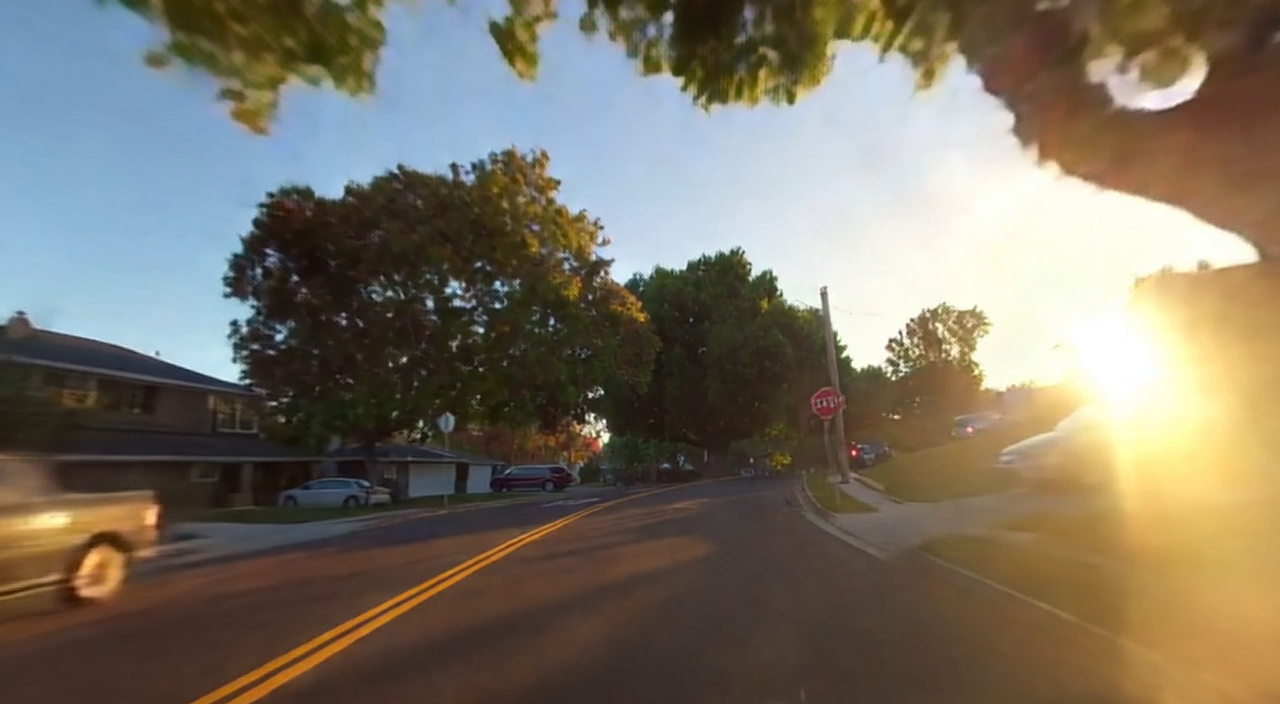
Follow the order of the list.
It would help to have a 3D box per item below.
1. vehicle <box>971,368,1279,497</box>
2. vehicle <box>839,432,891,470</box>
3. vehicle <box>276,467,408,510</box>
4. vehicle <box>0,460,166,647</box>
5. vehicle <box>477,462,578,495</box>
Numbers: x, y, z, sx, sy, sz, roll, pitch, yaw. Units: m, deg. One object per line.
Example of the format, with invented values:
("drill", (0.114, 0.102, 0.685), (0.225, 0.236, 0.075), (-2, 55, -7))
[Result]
("vehicle", (9.497, 1.610, 12.320), (4.740, 1.638, 2.018), (-4, -24, -3))
("vehicle", (12.144, 5.338, 34.417), (2.163, 1.885, 4.804), (-3, -8, 14))
("vehicle", (-11.503, 5.281, 24.570), (4.175, 1.492, 1.845), (-1, -9, -1))
("vehicle", (-6.647, 1.649, 5.193), (1.963, 1.539, 4.210), (-3, -22, 3))
("vehicle", (-6.896, 7.834, 39.038), (5.643, 1.759, 2.110), (-1, -19, 7))
